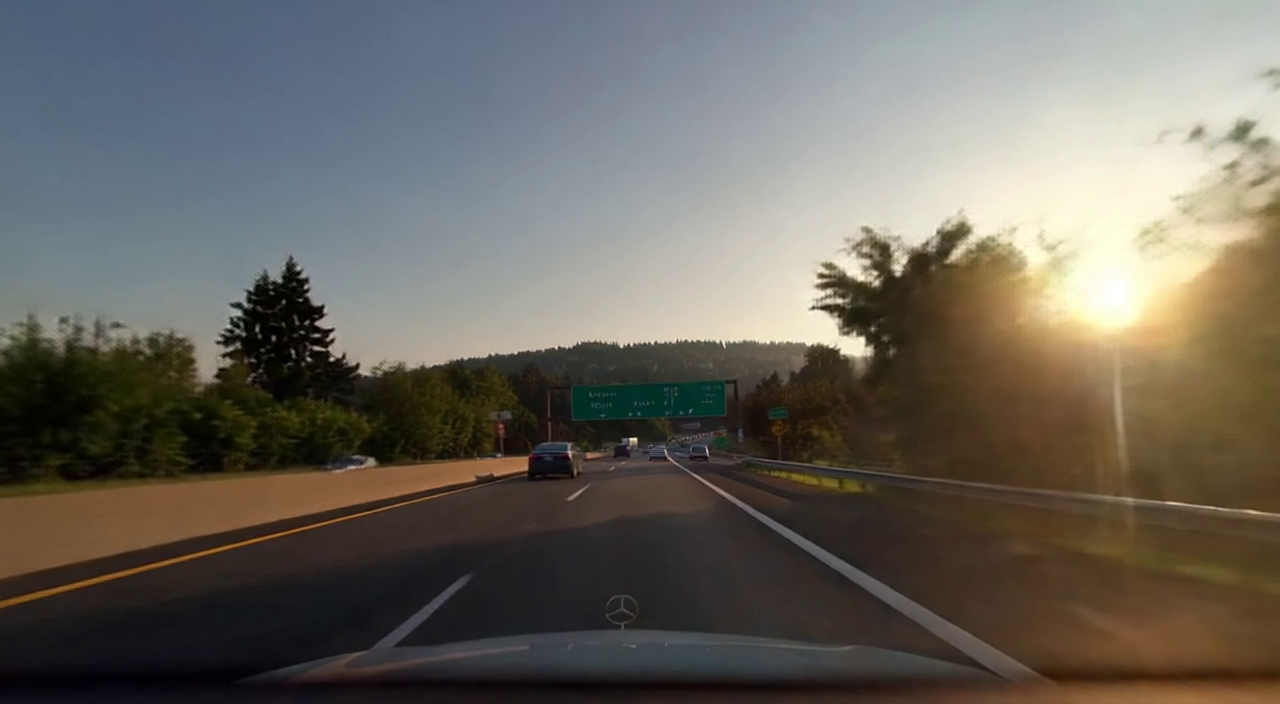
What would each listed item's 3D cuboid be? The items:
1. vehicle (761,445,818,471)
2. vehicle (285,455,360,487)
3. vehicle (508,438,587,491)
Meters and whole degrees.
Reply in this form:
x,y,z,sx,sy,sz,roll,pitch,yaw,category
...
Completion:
x,y,z,sx,sy,sz,roll,pitch,yaw,category
10.301,7.325,43.831,2.021,1.639,4.203,2,-9,-16,vehicle
-16.231,6.081,32.459,1.860,1.440,3.729,0,-8,1,vehicle
-3.096,3.859,22.039,2.037,1.638,4.274,0,-8,1,vehicle
